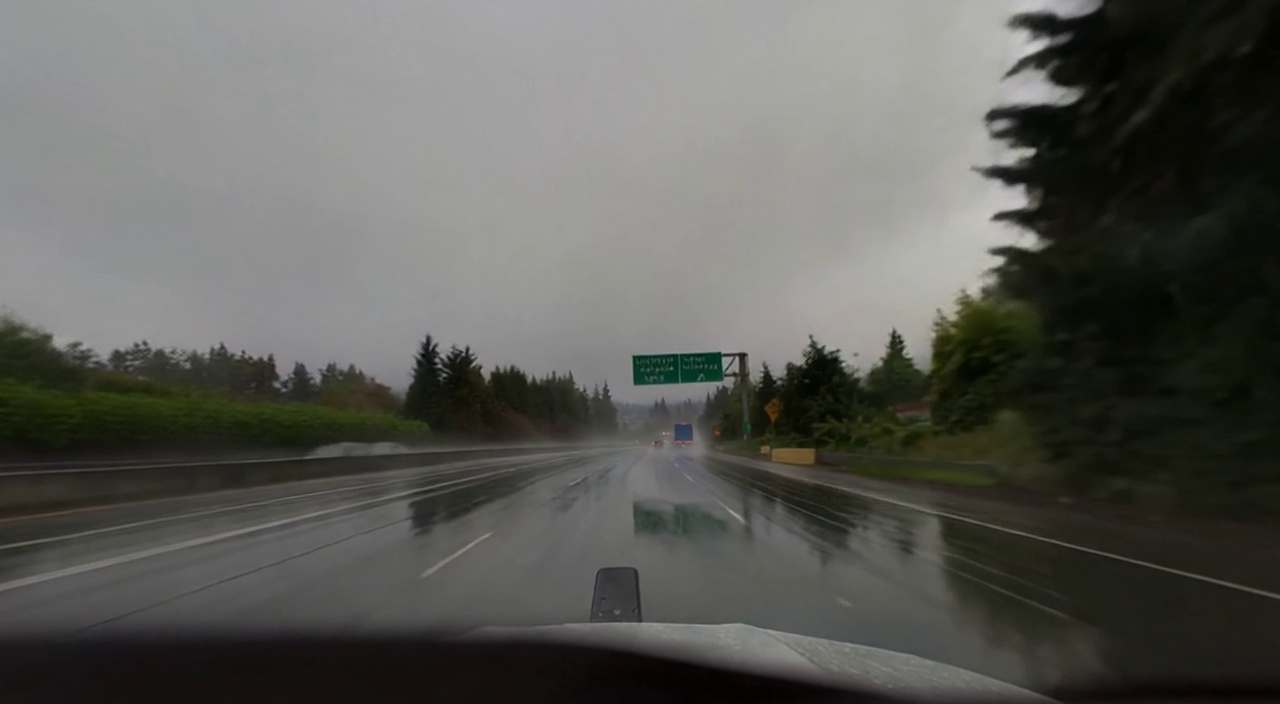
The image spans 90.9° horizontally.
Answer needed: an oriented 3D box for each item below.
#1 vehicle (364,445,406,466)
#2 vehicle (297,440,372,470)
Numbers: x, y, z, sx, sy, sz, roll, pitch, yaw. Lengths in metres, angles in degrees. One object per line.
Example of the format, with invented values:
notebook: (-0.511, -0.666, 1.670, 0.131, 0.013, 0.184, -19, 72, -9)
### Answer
vehicle: (-20.116, 8.184, 49.861, 1.725, 1.504, 3.718, 0, -8, 1)
vehicle: (-16.354, 5.499, 33.978, 1.897, 1.494, 4.215, 0, -8, 1)
